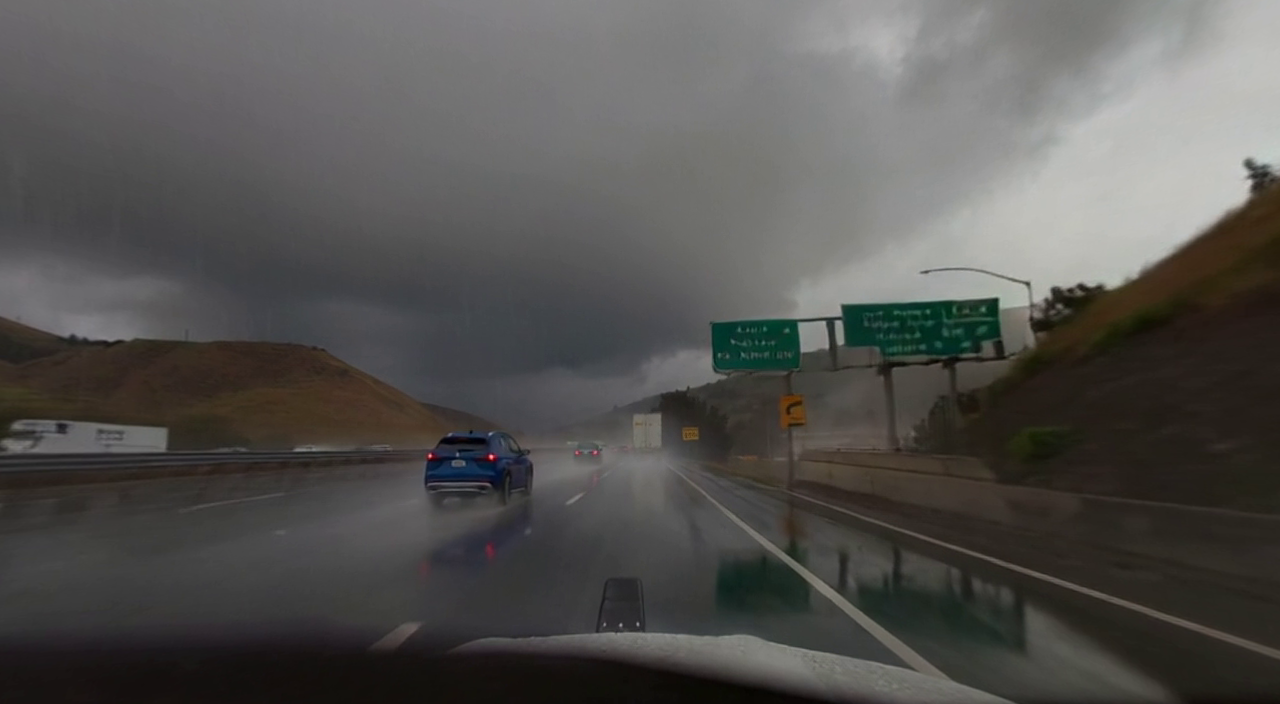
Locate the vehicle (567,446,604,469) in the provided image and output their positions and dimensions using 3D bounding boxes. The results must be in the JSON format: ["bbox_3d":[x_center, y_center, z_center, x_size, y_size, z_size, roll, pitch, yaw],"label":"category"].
[{"bbox_3d":[-3.763,7.379,44.202,2.101,1.476,4.471,0,-9,1],"label":"vehicle"}]

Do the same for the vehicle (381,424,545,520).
[{"bbox_3d":[-3.644,2.585,14.088,2.194,1.725,4.698,0,-9,1],"label":"vehicle"}]
